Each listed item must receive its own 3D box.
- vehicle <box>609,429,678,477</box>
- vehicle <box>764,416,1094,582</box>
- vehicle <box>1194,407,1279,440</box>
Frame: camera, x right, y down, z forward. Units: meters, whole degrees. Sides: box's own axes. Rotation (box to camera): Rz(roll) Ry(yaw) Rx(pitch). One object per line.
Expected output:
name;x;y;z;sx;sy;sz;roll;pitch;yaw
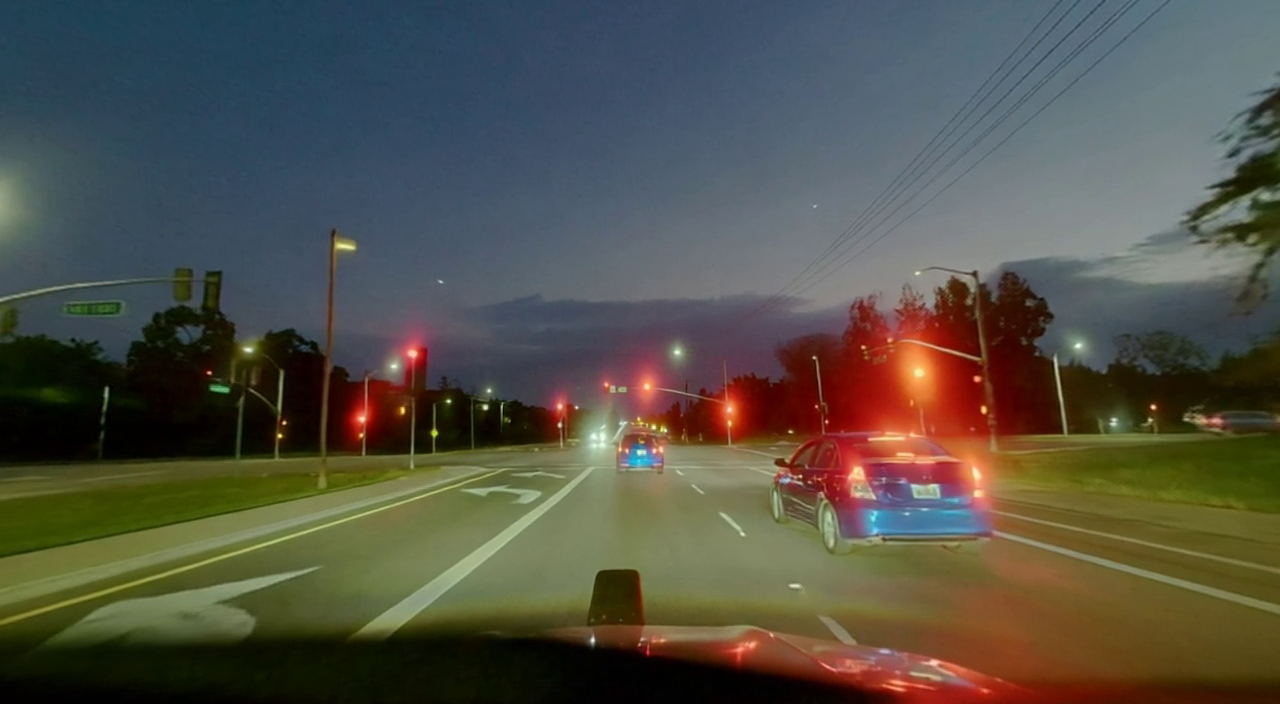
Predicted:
vehicle;0.121;3.389;21.297;2.110;1.466;3.860;0;-8;0
vehicle;2.982;1.619;7.779;2.004;1.448;4.263;0;-8;-1
vehicle;38.700;4.527;39.669;5.668;1.925;2.384;1;-8;-5
